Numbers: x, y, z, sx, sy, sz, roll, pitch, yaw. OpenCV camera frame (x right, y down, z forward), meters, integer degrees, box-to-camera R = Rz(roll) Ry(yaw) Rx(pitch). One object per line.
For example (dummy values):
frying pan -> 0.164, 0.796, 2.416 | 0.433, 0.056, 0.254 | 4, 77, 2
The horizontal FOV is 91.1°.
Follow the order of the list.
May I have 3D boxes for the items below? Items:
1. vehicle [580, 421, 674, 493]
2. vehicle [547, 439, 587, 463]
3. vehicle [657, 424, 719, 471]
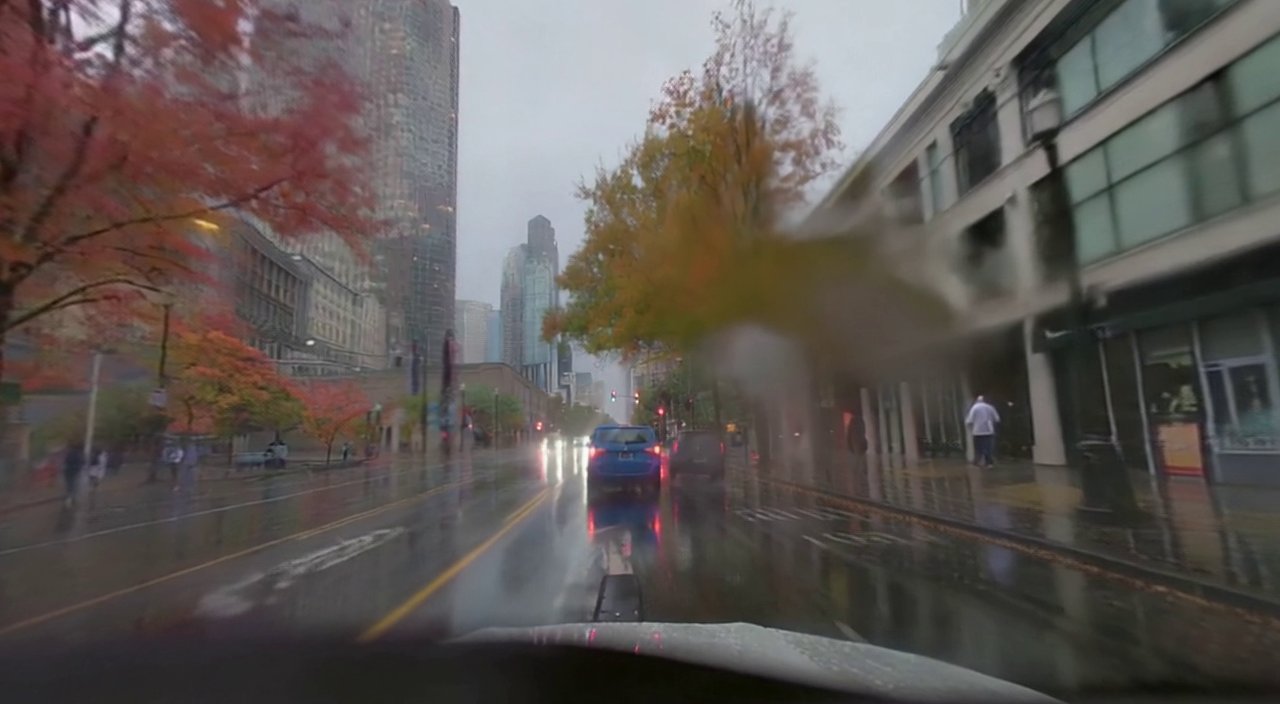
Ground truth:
vehicle -> -0.374, 2.841, 17.419 | 2.274, 1.736, 4.083 | 0, -8, -2
vehicle -> -4.522, 6.180, 39.494 | 2.096, 1.415, 4.515 | 0, -8, -1
vehicle -> 2.127, 4.409, 29.258 | 2.147, 1.968, 4.478 | 1, -8, -5
